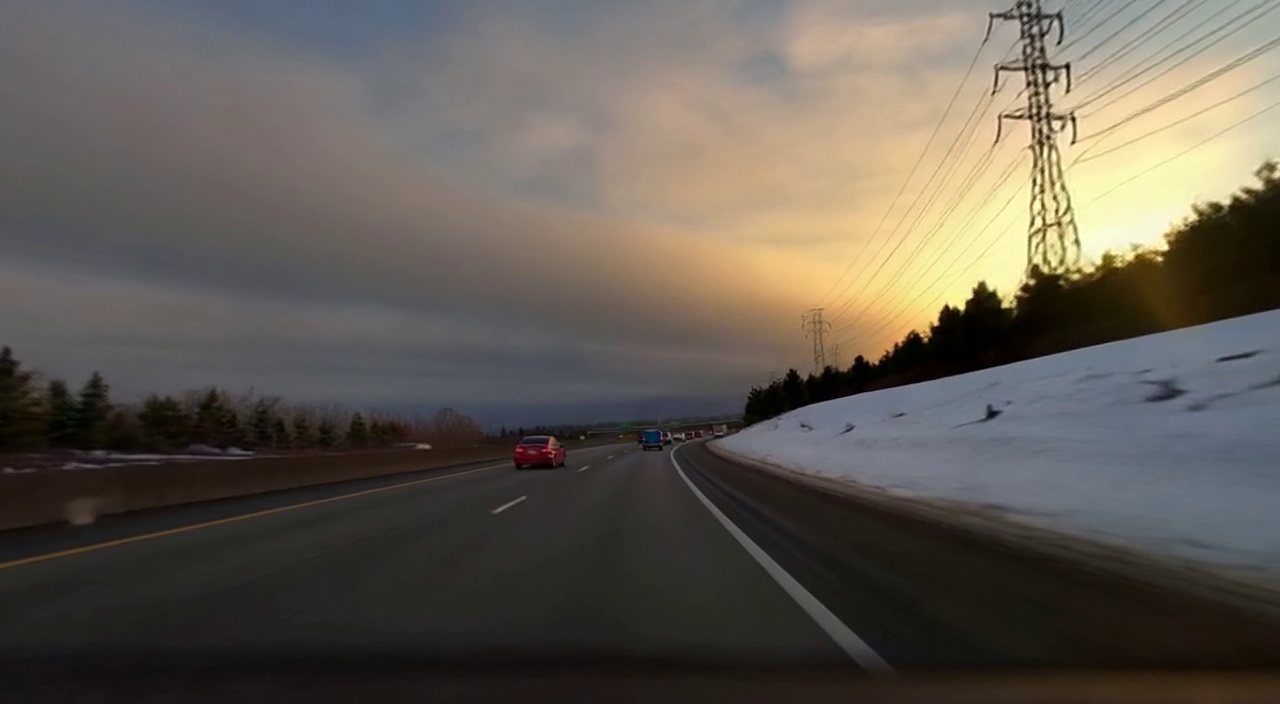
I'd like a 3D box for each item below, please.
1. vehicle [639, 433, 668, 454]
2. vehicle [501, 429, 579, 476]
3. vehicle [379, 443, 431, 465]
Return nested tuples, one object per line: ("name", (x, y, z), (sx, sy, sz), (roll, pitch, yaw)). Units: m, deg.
("vehicle", (1.096, 6.879, 47.513), (2.077, 1.523, 4.206), (0, -8, 3))
("vehicle", (-3.508, 3.617, 22.935), (2.030, 1.522, 4.250), (0, -8, 2))
("vehicle", (-17.527, 7.607, 47.131), (1.912, 1.514, 4.589), (0, -8, 2))
